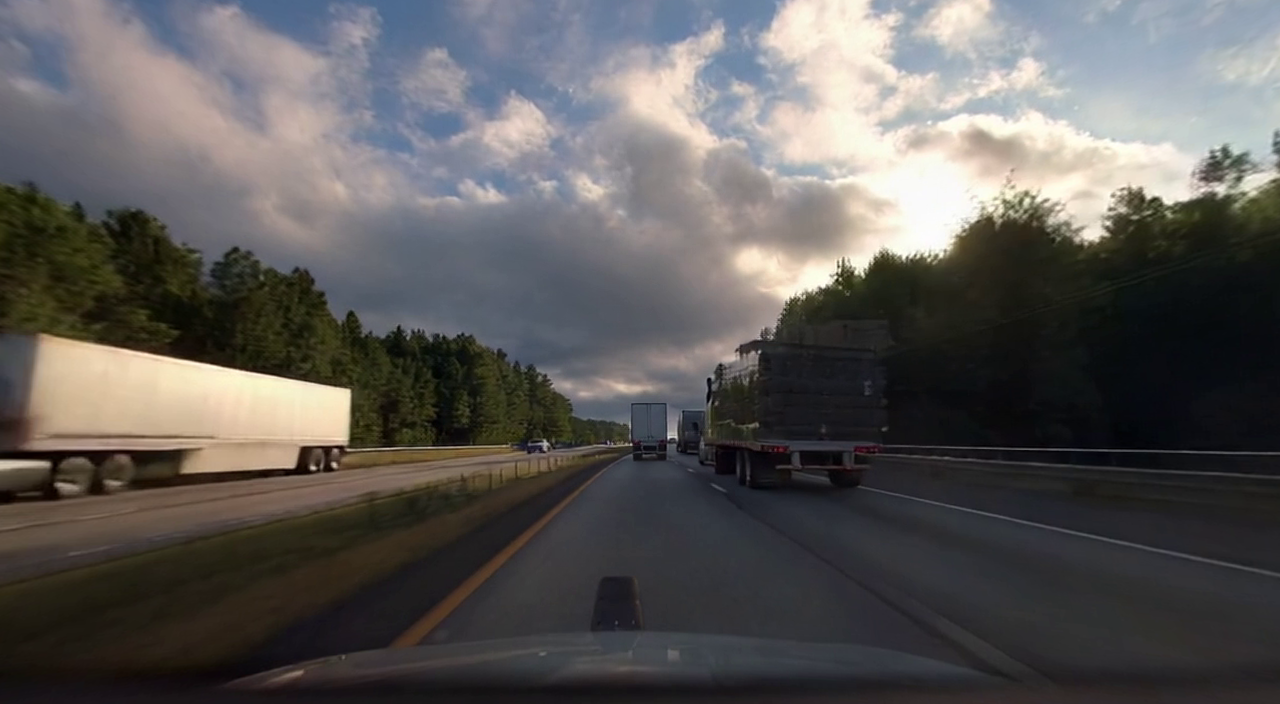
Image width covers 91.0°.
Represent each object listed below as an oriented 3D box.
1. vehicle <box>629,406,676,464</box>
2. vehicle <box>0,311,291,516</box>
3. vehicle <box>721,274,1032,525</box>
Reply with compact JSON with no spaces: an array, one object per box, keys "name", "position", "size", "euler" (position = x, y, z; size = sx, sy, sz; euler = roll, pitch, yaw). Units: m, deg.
[{"name":"vehicle","position":[0.685,5.251,39.528],"size":[2.644,3.247,7.454],"euler":[0,-8,0]},{"name":"vehicle","position":[-12.947,1.663,15.219],"size":[2.949,3.648,10.317],"euler":[-1,-8,1]},{"name":"vehicle","position":[4.723,1.711,17.373],"size":[2.851,4.077,14.289],"euler":[0,-8,-1]}]
